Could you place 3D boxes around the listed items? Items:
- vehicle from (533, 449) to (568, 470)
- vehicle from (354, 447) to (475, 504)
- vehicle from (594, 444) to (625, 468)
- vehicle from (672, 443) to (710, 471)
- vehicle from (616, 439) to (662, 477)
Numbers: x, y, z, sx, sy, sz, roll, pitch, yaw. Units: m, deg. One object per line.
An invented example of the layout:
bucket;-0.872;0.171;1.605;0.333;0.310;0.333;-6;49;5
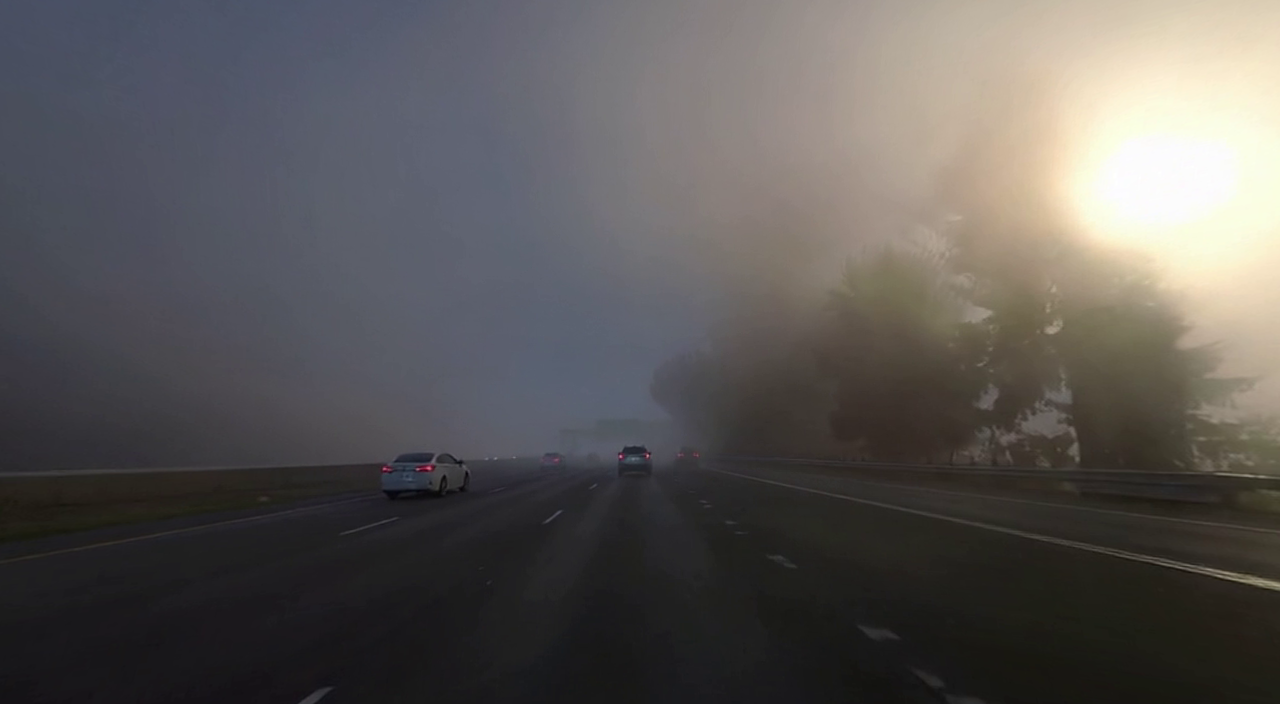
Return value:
vehicle;-6.570;7.943;46.823;1.892;1.468;4.792;0;-9;0
vehicle;-6.624;3.641;19.149;1.918;1.509;4.736;0;-9;0
vehicle;-2.370;7.967;48.280;2.223;1.722;4.177;1;-9;-4
vehicle;3.201;6.689;40.365;1.925;1.716;4.378;0;-9;-2
vehicle;-0.064;5.268;31.601;2.127;1.749;4.776;0;-9;0
